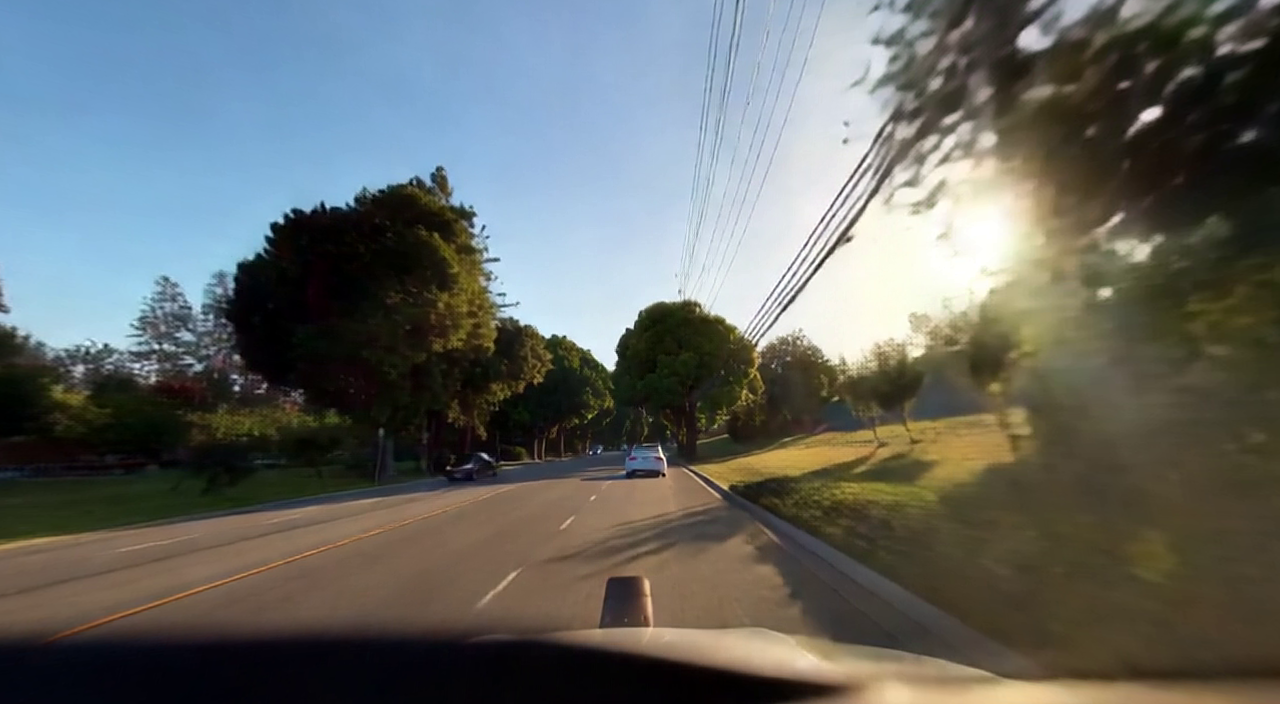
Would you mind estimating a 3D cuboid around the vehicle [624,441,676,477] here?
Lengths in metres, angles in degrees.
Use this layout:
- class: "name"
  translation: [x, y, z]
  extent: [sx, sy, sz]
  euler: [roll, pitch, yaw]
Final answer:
- class: "vehicle"
  translation: [0.460, 4.835, 28.719]
  extent: [2.153, 1.461, 4.374]
  euler: [-1, -9, 1]

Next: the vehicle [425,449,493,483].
- class: "vehicle"
  translation: [-8.894, 5.633, 31.361]
  extent: [2.061, 1.516, 4.121]
  euler: [-1, -9, 1]
